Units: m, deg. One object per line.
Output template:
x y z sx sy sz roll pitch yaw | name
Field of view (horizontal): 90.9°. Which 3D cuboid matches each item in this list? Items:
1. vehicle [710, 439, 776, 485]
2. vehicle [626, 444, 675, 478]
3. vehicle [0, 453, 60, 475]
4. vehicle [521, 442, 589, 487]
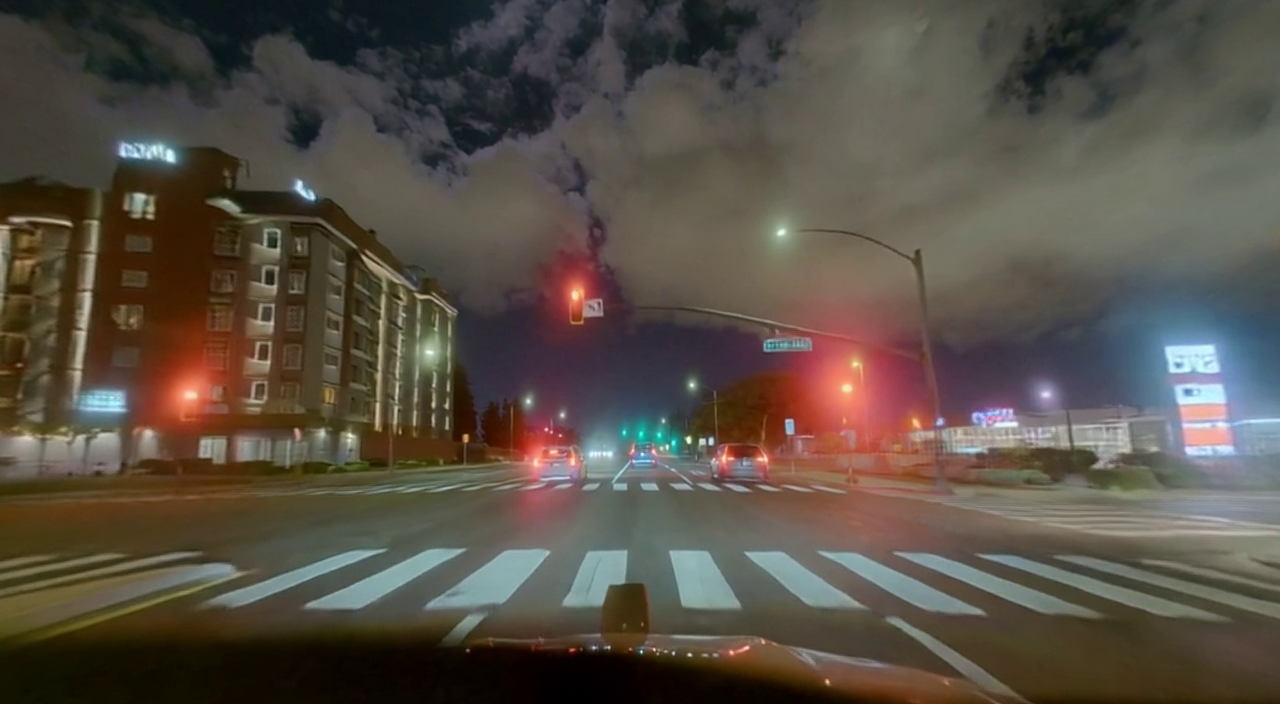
3.972 4.320 24.940 1.987 1.637 3.896 0 -9 0 | vehicle
0.444 5.023 29.277 2.103 1.468 4.094 0 -9 0 | vehicle
-44.763 8.020 45.245 1.817 1.450 4.567 0 -9 2 | vehicle
-3.020 4.098 23.264 1.860 1.510 4.073 0 -9 1 | vehicle
